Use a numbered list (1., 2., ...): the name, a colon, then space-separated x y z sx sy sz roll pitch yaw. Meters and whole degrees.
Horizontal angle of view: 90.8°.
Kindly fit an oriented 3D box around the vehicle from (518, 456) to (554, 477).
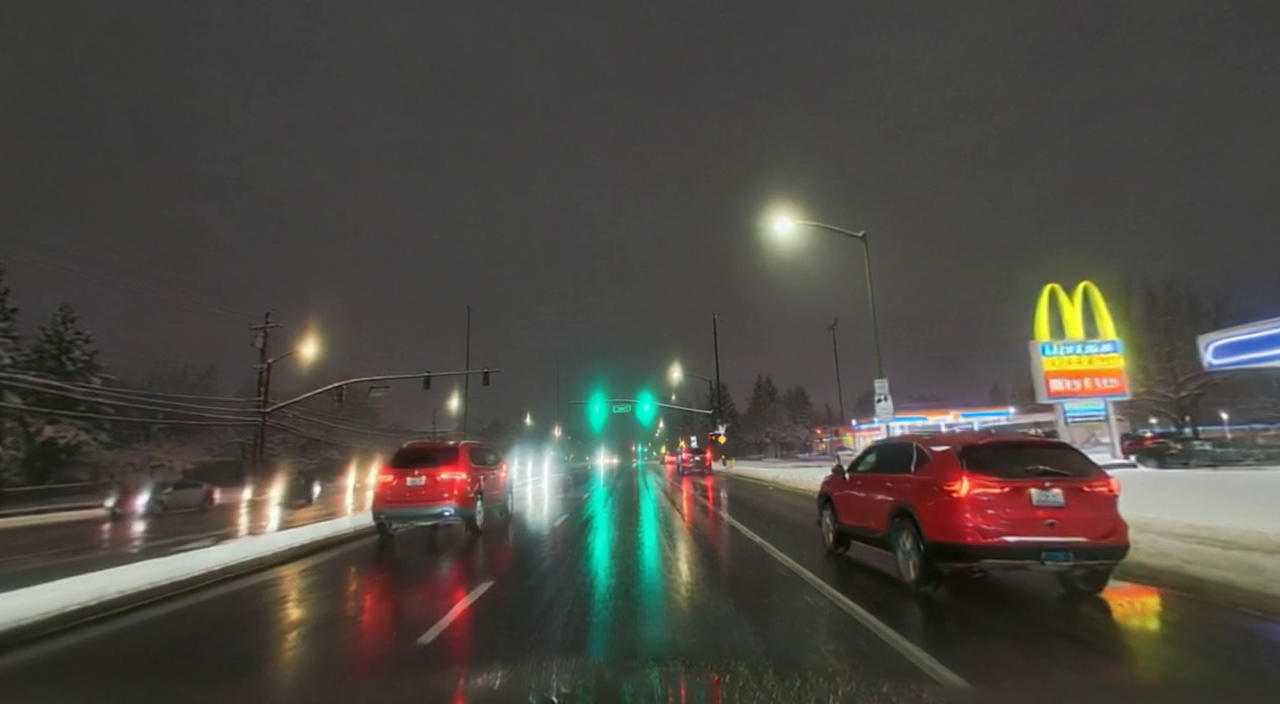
1. vehicle: -8.066 8.898 49.349 2.056 1.519 4.383 -1 -9 1

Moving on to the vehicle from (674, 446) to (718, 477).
1. vehicle: 3.268 6.525 37.848 2.066 1.699 4.419 0 -9 -2

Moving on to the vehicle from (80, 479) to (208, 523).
1. vehicle: -21.255 6.370 27.371 1.852 1.484 4.507 -1 -9 0

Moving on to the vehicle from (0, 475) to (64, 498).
1. vehicle: -47.935 10.339 48.722 4.703 1.655 2.148 0 -10 -1

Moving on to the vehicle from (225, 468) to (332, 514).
1. vehicle: -14.195 5.454 25.107 1.851 1.540 4.025 -1 -9 1

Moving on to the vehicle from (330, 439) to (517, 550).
1. vehicle: -3.616 2.431 11.455 1.935 1.617 4.045 -1 -9 0

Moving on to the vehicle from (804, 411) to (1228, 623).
1. vehicle: 3.582 1.653 7.327 2.085 1.655 4.459 0 -9 -1
